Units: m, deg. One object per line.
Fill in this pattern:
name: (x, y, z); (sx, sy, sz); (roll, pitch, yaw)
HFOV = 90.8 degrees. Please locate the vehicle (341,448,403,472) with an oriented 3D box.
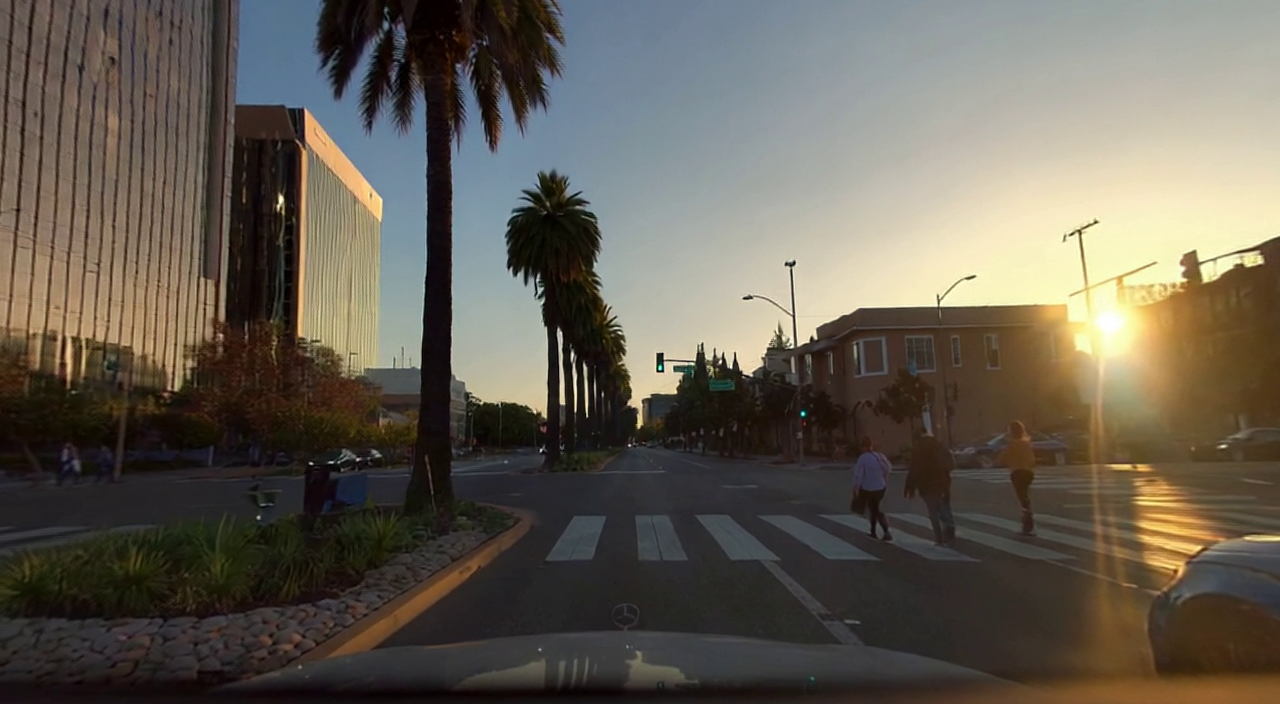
vehicle: (-19.714, 7.960, 46.763); (2.357, 1.678, 5.014); (0, -9, 0)

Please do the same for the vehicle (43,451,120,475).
vehicle: (-41.623, 8.265, 47.220); (1.804, 1.598, 4.362); (0, -8, -2)

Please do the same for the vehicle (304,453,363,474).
vehicle: (-23.691, 8.587, 49.044); (1.955, 1.480, 5.163); (0, -9, 1)

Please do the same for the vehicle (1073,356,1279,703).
vehicle: (3.296, 0.666, 1.112); (2.060, 1.631, 4.169); (0, -9, 0)
